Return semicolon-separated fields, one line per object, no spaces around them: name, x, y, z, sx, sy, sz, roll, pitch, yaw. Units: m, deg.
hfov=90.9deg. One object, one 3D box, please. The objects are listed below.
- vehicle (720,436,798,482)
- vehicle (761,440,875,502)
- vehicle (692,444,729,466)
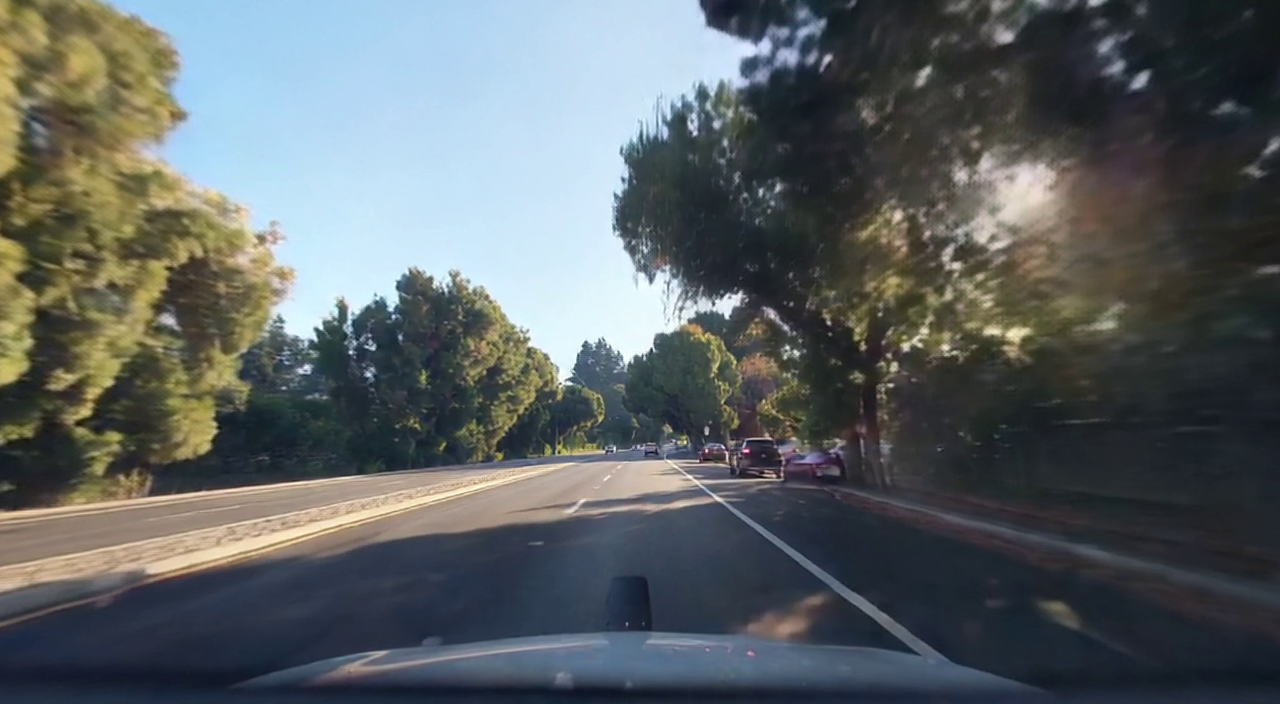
vehicle;4.852;4.434;26.482;2.205;1.728;4.855;0;-8;-1
vehicle;4.870;3.296;18.012;1.920;1.514;4.746;0;-8;1
vehicle;5.079;7.484;45.869;2.184;1.496;4.615;0;-8;1
